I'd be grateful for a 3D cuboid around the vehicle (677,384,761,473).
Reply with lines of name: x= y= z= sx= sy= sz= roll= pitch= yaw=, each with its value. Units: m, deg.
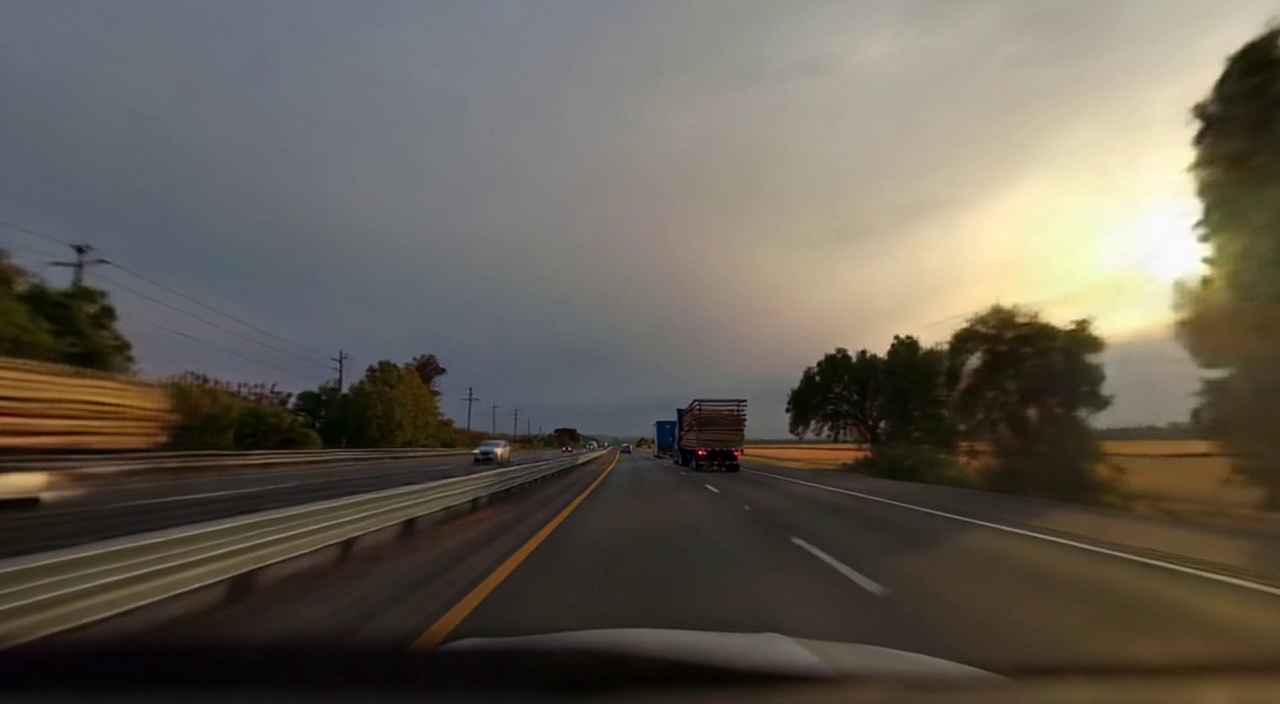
vehicle: x=4.038 y=4.513 z=35.780 sx=3.024 sy=4.065 sz=13.796 roll=0 pitch=-8 yaw=0
